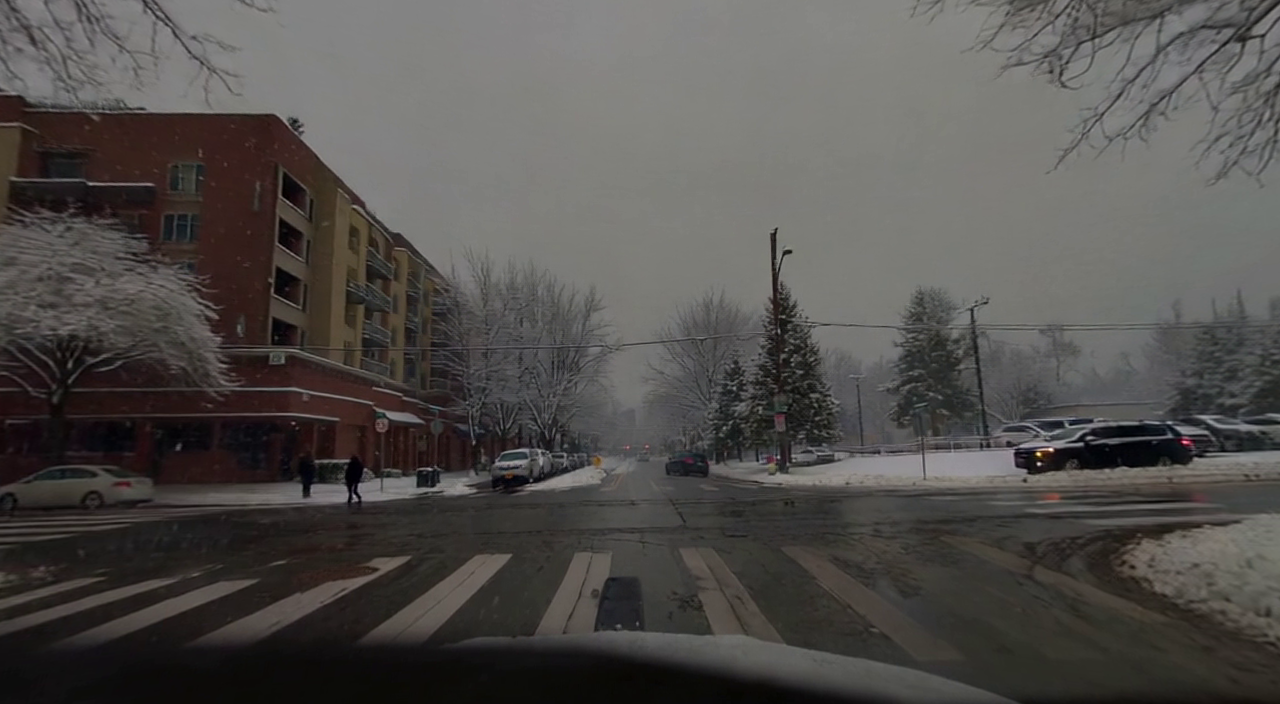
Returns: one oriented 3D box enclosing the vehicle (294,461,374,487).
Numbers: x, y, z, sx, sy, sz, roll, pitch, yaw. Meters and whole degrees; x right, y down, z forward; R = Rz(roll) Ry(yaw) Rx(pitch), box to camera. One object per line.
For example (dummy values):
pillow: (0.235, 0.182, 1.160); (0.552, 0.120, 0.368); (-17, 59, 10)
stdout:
vehicle: (-22.661, 9.044, 46.948); (4.844, 1.836, 2.117); (-1, -8, 5)

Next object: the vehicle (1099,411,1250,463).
vehicle: (22.289, 3.607, 26.706); (2.137, 1.962, 4.988); (-1, -8, 3)

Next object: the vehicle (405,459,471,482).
vehicle: (-14.850, 8.724, 46.568); (4.203, 1.544, 1.889); (-1, -8, 5)

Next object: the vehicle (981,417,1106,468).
vehicle: (16.728, 3.860, 26.555); (2.041, 1.921, 4.574); (0, -9, -2)

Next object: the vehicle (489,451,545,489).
vehicle: (-7.641, 7.358, 39.773); (2.193, 1.814, 5.061); (-9, -8, 0)

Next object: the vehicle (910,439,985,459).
vehicle: (22.986, 7.254, 47.316); (4.528, 1.475, 2.070); (0, -8, 3)

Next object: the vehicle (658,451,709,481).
vehicle: (2.507, 6.681, 37.272); (1.942, 1.603, 3.785); (4, -9, -13)

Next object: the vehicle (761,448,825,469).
vehicle: (11.998, 8.369, 49.839); (4.552, 1.539, 1.785); (0, -9, -2)

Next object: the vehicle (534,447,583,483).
vehicle: (-4.544, 6.428, 35.852); (2.102, 1.768, 4.290); (-3, -10, 2)

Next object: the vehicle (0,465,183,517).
vehicle: (-17.328, 4.327, 19.892); (4.439, 1.448, 1.793); (0, -9, -1)
